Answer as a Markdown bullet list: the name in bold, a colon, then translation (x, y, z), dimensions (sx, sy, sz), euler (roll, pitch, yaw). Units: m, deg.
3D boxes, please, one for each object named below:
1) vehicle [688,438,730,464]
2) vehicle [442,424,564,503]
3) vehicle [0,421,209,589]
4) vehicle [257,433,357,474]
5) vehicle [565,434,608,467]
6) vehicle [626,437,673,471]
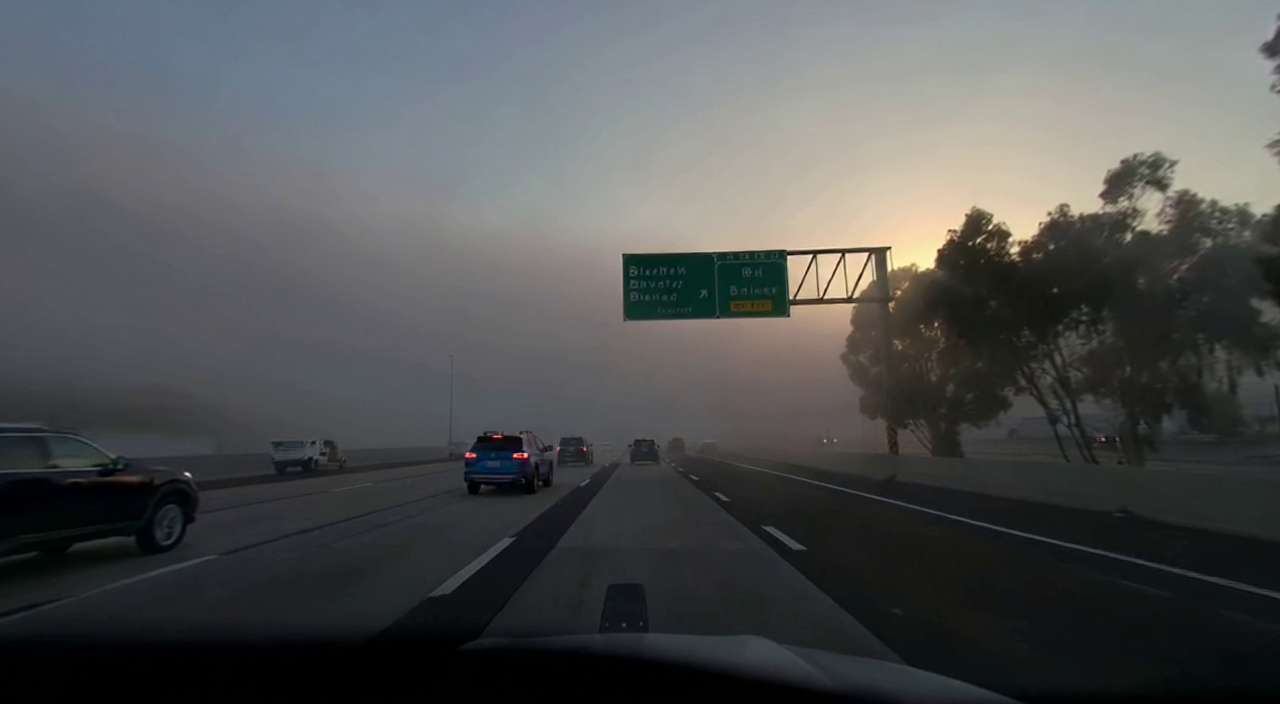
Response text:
- **vehicle**: translation (4.116, 5.994, 38.368), dimensions (1.980, 1.492, 4.442), euler (0, -8, -1)
- **vehicle**: translation (-3.204, 2.721, 15.798), dimensions (1.961, 1.687, 4.453), euler (0, -8, 1)
- **vehicle**: translation (-6.620, 1.476, 6.349), dimensions (1.831, 1.486, 3.778), euler (0, -8, 1)
- **vehicle**: translation (-15.024, 4.601, 28.766), dimensions (2.011, 1.708, 4.556), euler (0, -8, 0)
- **vehicle**: translation (-2.961, 5.557, 35.847), dimensions (2.007, 1.730, 4.412), euler (0, -8, 0)
- **vehicle**: translation (0.408, 4.786, 29.717), dimensions (2.090, 1.474, 3.970), euler (0, -8, 0)
